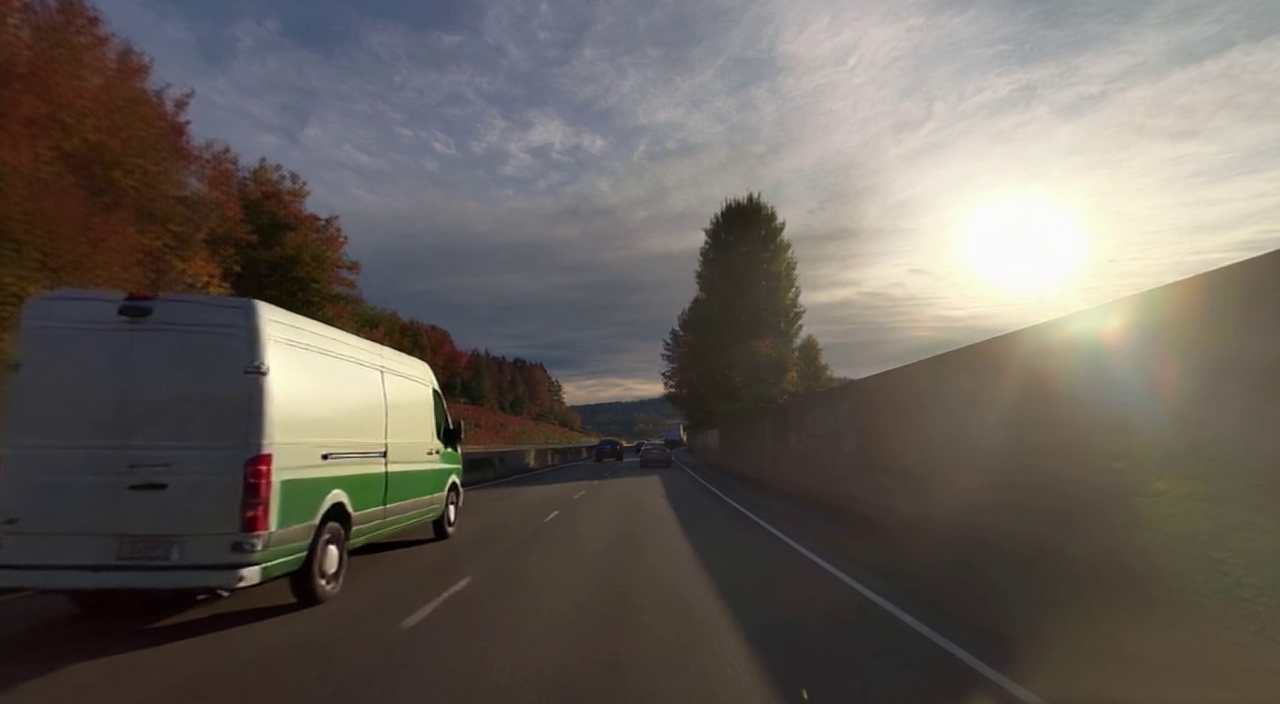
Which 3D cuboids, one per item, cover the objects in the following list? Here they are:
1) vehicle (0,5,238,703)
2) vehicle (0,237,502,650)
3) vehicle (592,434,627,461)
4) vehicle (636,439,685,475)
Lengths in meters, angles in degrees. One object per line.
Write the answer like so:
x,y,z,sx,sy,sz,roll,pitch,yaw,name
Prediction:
-3.575,-0.100,1.072,2.334,2.769,5.087,0,-8,0,vehicle
-3.508,0.988,7.286,2.297,2.687,6.317,0,-8,0,vehicle
-2.320,7.525,49.879,2.199,1.973,5.078,0,-8,3,vehicle
0.915,4.718,28.555,2.071,1.487,3.948,0,-8,1,vehicle
